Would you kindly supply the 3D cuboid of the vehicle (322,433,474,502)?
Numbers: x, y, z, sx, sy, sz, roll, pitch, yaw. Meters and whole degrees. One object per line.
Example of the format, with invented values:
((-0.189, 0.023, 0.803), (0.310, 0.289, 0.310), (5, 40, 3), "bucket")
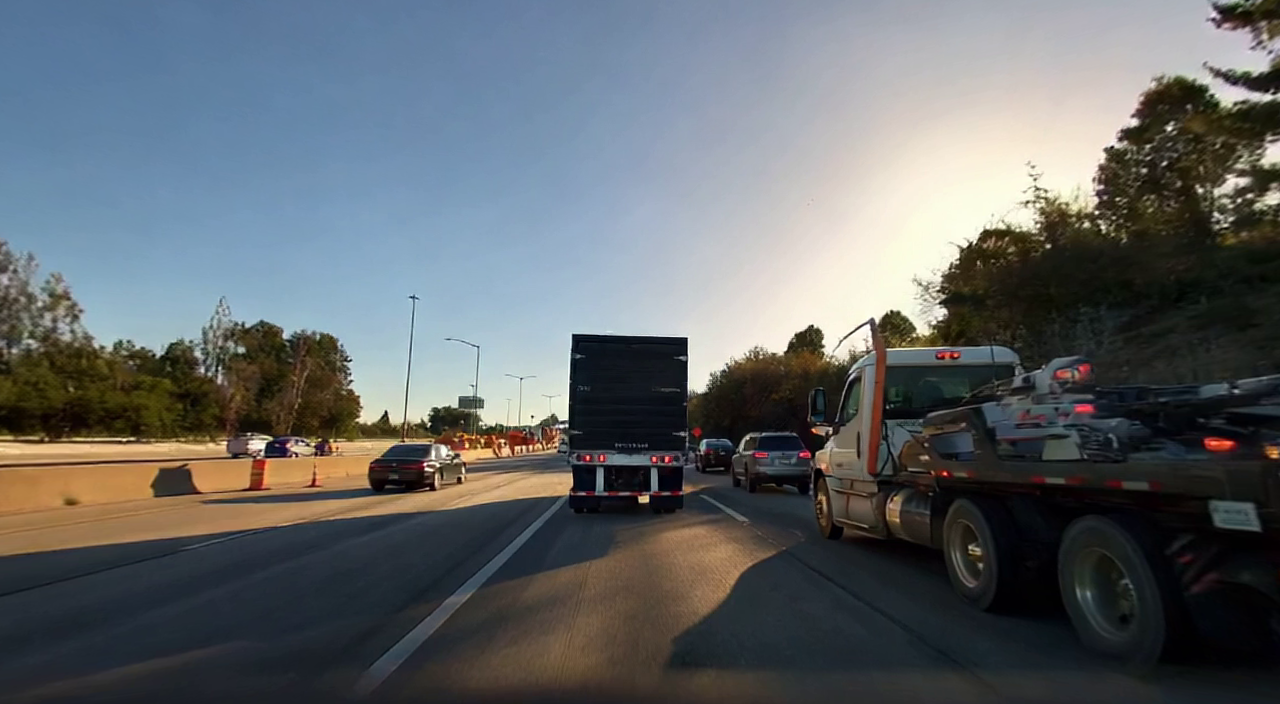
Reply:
((-5.872, 2.856, 16.020), (2.014, 1.477, 4.595), (0, -9, 1), "vehicle")

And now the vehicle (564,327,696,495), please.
((-0.421, 2.129, 19.940), (3.067, 3.940, 10.154), (1, -9, -2), "vehicle")

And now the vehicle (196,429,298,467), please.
((-22.041, 5.391, 35.370), (4.632, 1.852, 2.033), (0, -8, 15), "vehicle")

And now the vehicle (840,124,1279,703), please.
((3.826, 0.426, 1.804), (2.943, 2.634, 10.135), (1, -9, -2), "vehicle")

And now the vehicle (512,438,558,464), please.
((-6.323, 6.014, 38.332), (1.994, 1.481, 4.660), (0, -9, 0), "vehicle")

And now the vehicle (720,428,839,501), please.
((3.552, 2.972, 16.966), (2.103, 1.713, 4.173), (1, -9, -2), "vehicle")
